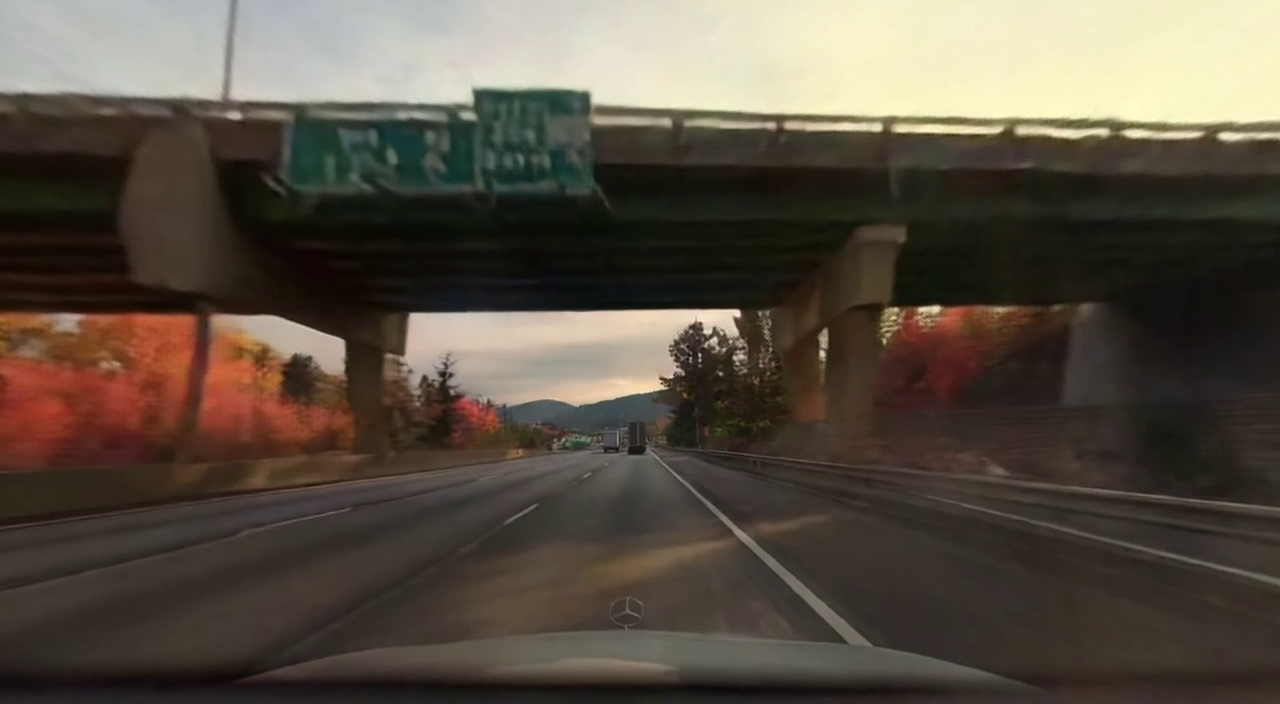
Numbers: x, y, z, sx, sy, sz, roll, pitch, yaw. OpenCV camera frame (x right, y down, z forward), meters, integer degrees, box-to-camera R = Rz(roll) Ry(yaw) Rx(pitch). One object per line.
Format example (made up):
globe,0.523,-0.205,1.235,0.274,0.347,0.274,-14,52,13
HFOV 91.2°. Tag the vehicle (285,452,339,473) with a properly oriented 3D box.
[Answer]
vehicle,-25.509,8.573,48.938,1.794,1.521,4.571,0,-8,-1
